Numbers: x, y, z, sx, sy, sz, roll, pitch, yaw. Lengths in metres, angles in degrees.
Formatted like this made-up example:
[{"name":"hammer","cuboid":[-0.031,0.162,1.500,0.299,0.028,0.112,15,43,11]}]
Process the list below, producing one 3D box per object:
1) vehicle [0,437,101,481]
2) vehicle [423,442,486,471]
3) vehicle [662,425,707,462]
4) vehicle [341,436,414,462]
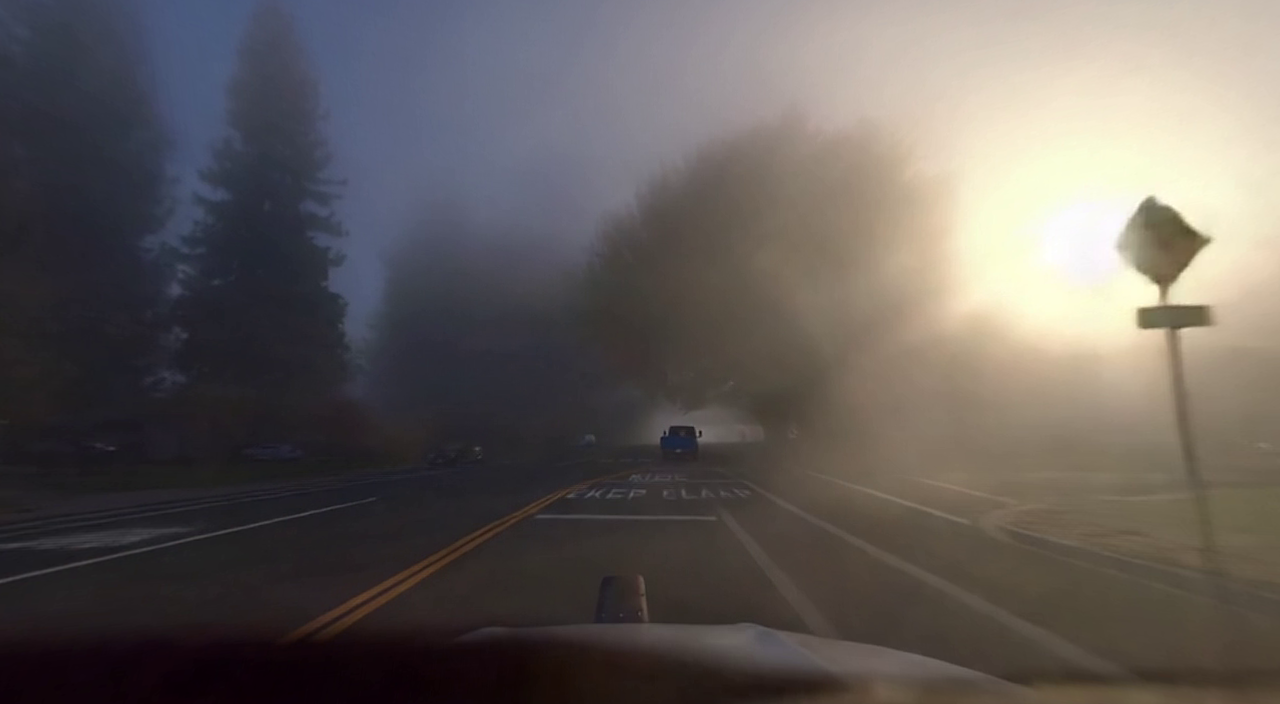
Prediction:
[{"name":"vehicle","cuboid":[-25.946,4.398,26.122,4.975,1.732,2.165,2,-9,-15]},{"name":"vehicle","cuboid":[-11.142,6.269,38.236,1.873,1.508,4.483,-3,-7,9]},{"name":"vehicle","cuboid":[2.581,5.200,35.800,2.153,1.942,4.767,-1,-8,8]},{"name":"vehicle","cuboid":[-18.114,6.726,43.667,4.168,1.735,1.925,-1,-8,3]}]
